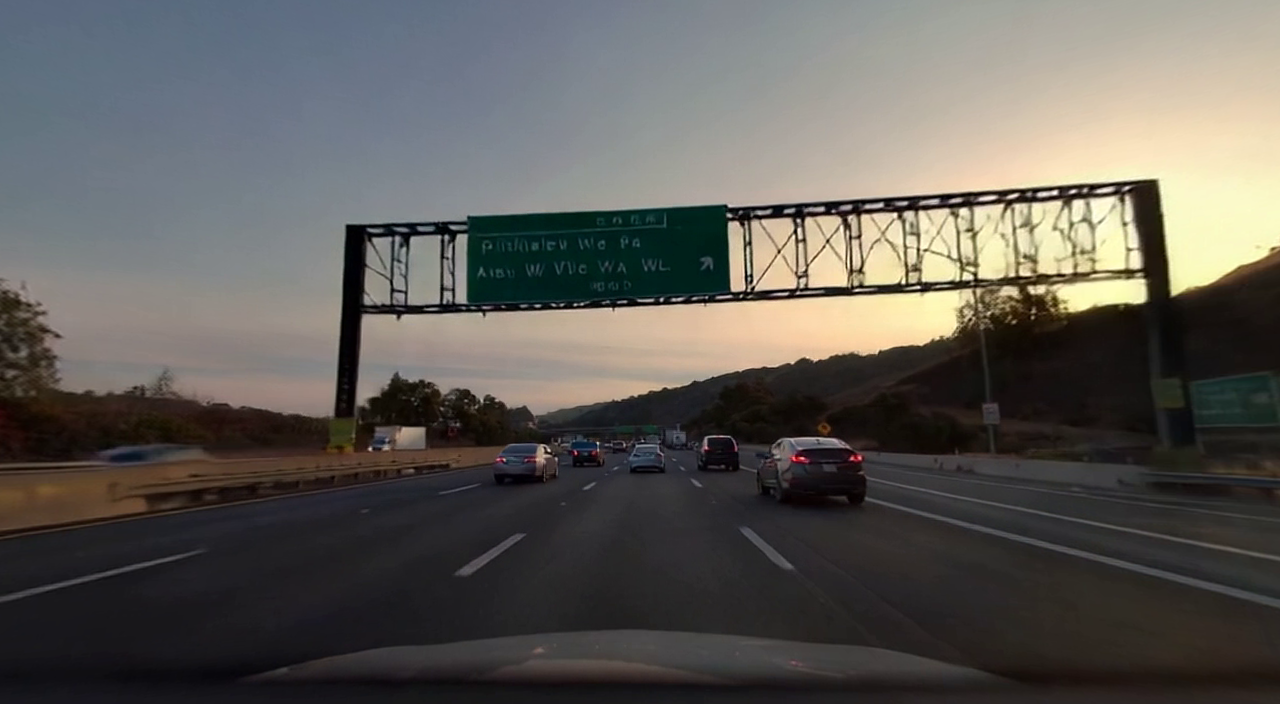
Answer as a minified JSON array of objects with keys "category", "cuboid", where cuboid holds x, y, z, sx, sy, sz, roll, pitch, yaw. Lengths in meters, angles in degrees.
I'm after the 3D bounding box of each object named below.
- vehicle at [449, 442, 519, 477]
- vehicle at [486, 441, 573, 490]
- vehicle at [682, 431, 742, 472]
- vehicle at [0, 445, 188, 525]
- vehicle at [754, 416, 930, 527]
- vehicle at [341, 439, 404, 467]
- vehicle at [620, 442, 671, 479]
[{"category":"vehicle","cuboid":[-7.251,5.055,29.778,2.065,1.519,4.491,0,-9,1]},{"category":"vehicle","cuboid":[-3.640,3.832,21.611,1.996,1.488,4.451,0,-9,2]},{"category":"vehicle","cuboid":[4.035,5.750,36.546,2.802,2.151,6.579,0,-9,1]},{"category":"vehicle","cuboid":[-12.705,2.851,14.104,1.908,1.506,4.253,0,-9,1]},{"category":"vehicle","cuboid":[3.648,2.256,12.351,2.045,1.768,4.249,0,-9,0]},{"category":"vehicle","cuboid":[-19.394,7.379,45.977,2.176,1.901,5.057,0,-9,3]},{"category":"vehicle","cuboid":[0.243,4.726,27.611,2.071,1.478,4.130,0,-9,1]}]
